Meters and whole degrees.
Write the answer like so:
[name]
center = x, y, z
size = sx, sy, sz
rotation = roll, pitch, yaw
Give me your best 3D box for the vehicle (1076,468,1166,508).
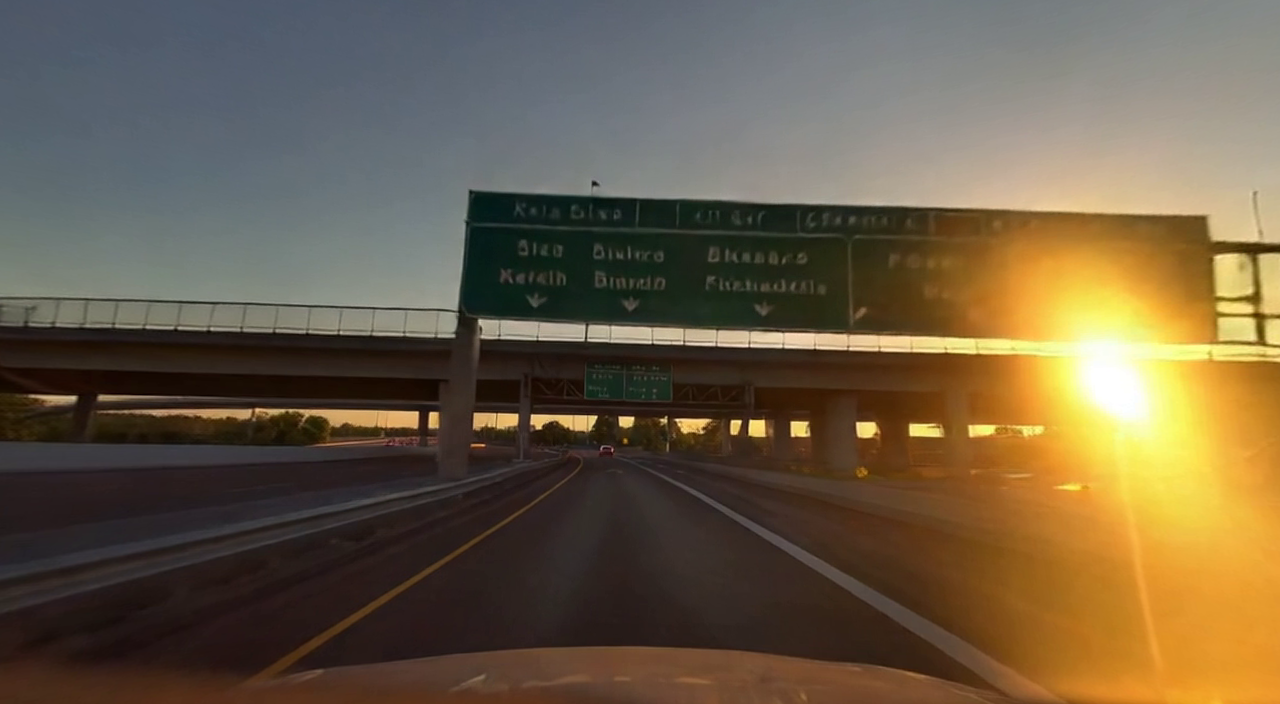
[vehicle]
center = 20.191, 5.670, 26.569
size = 2.129, 1.444, 3.649
rotation = -4, -10, 24
